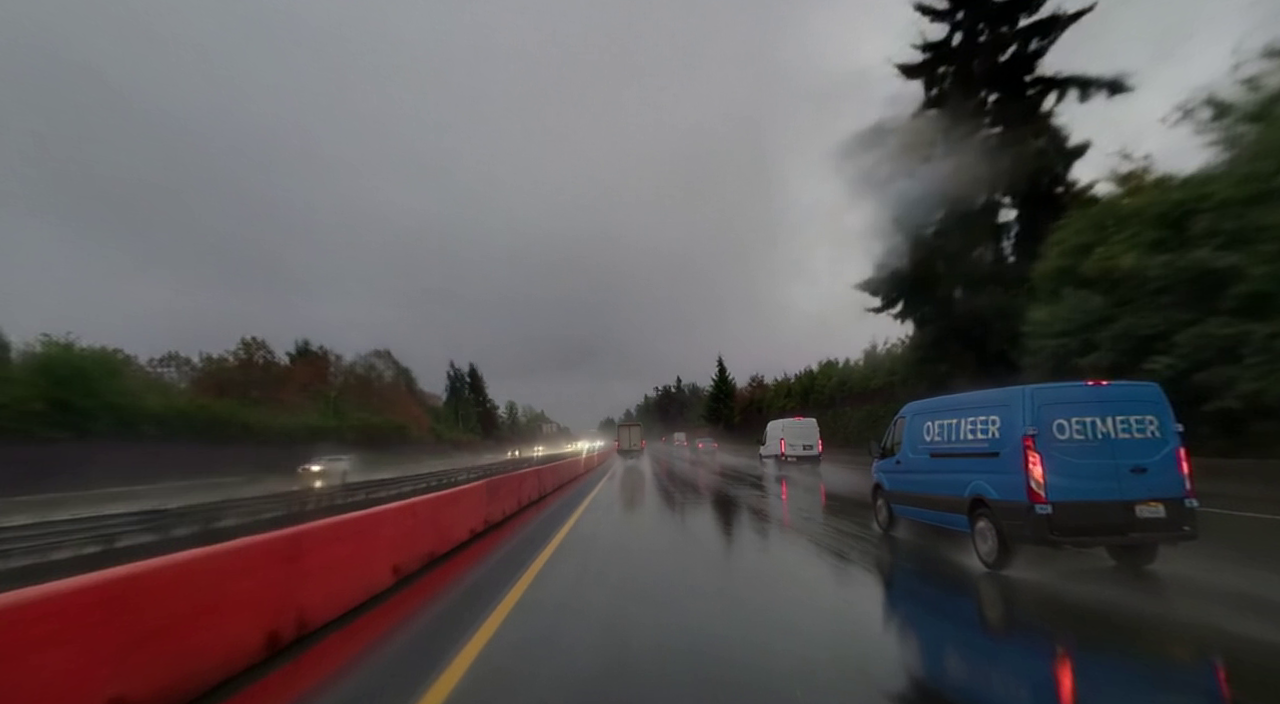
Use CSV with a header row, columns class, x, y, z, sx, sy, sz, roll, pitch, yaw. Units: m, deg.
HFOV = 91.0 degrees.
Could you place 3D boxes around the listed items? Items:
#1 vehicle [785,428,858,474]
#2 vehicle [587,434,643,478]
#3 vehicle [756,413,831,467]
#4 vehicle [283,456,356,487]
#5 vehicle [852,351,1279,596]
class,x,y,z,sx,sy,sz,roll,pitch,yaw
vehicle,8.232,4.509,28.870,2.255,1.960,3.229,0,-8,-1
vehicle,-0.987,4.175,25.524,2.100,1.636,3.620,0,-8,-2
vehicle,8.076,4.744,33.842,2.385,2.635,5.633,0,-8,-2
vehicle,-18.223,6.781,36.034,1.868,1.545,4.470,0,-8,0
vehicle,4.750,1.346,7.825,2.223,2.008,5.121,0,-8,-2
